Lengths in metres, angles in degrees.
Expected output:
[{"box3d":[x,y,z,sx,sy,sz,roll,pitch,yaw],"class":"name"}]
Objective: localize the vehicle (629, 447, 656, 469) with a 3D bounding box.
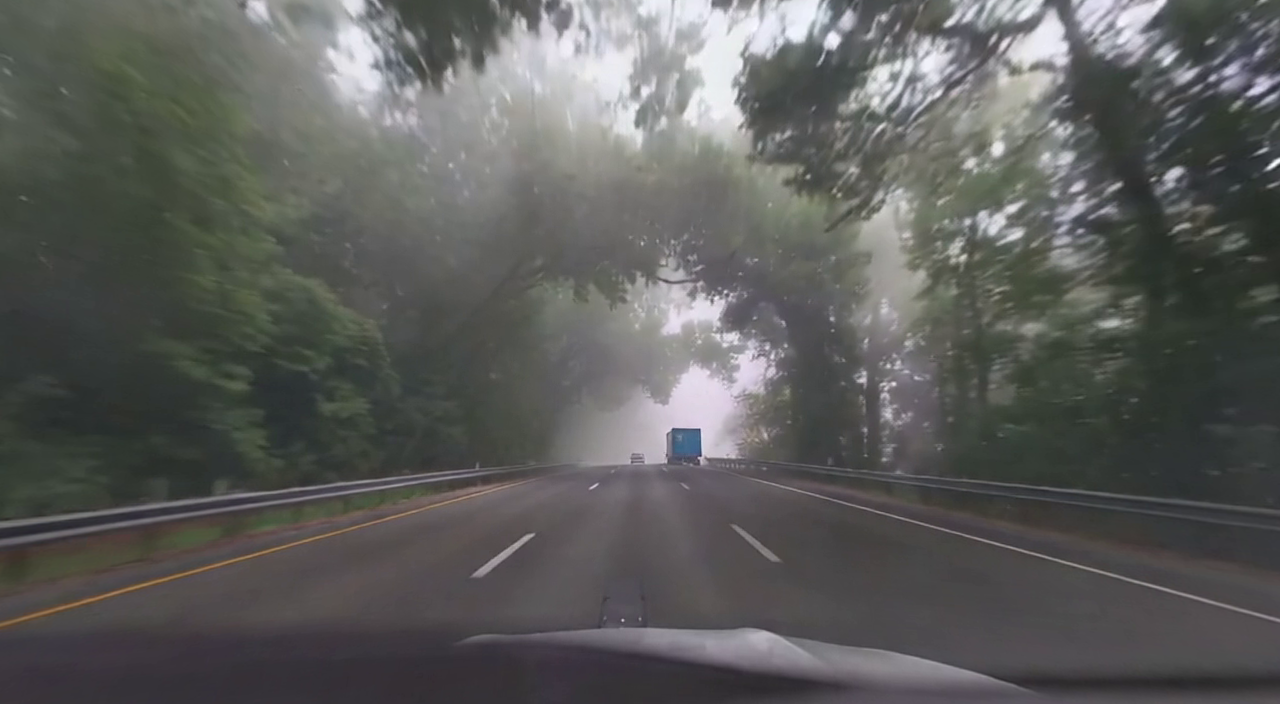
[{"box3d":[0.174,7.625,45.313,1.900,1.497,3.732,0,-9,0],"class":"vehicle"}]
